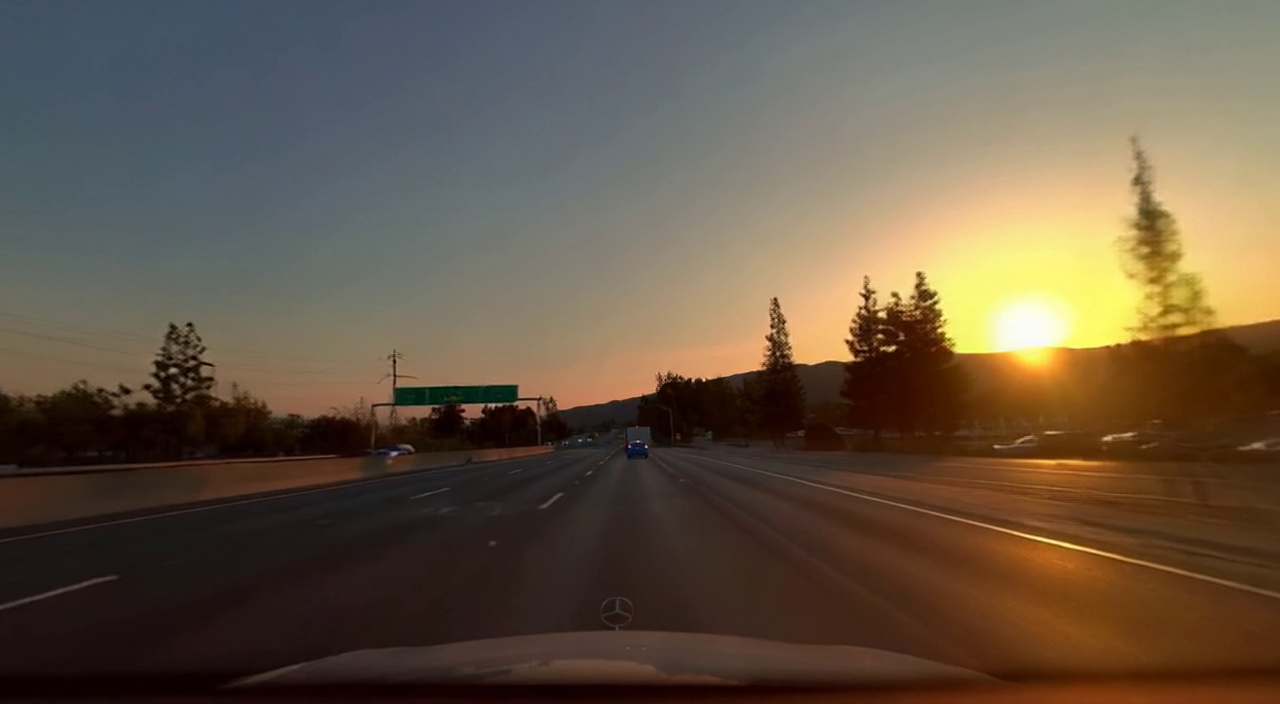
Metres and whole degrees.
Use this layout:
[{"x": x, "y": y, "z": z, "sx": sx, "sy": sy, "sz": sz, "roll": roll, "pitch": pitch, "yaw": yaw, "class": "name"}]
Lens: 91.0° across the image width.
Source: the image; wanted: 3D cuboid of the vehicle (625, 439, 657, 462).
[{"x": -0.011, "y": 6.637, "z": 42.489, "sx": 2.028, "sy": 1.440, "sz": 3.690, "roll": 0, "pitch": -8, "yaw": -2, "class": "vehicle"}]
